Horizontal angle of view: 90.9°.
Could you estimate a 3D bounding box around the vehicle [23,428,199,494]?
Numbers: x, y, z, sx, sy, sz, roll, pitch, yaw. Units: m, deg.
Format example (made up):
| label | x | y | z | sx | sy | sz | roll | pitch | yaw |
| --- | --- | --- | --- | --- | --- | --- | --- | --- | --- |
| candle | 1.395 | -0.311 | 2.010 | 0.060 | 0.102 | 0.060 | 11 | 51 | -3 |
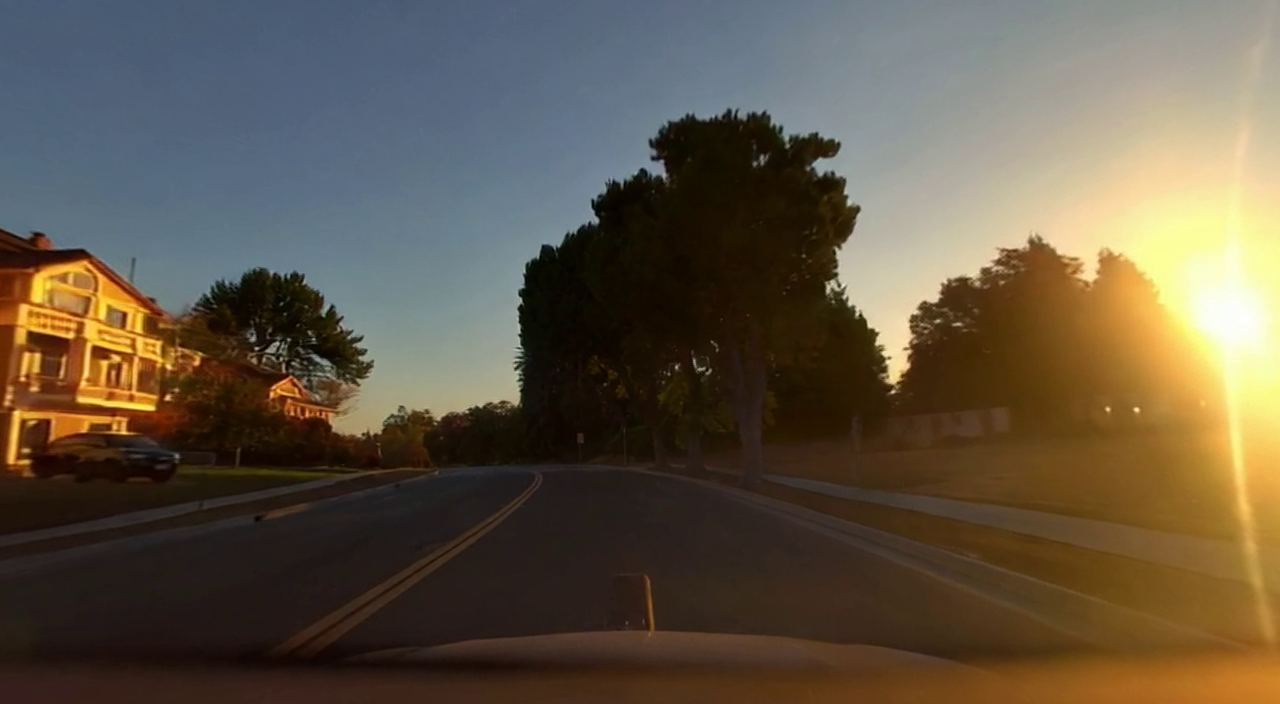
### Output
| label | x | y | z | sx | sy | sz | roll | pitch | yaw |
| --- | --- | --- | --- | --- | --- | --- | --- | --- | --- |
| vehicle | -16.621 | 3.384 | 19.851 | 4.562 | 1.857 | 2.129 | -3 | -9 | 21 |
